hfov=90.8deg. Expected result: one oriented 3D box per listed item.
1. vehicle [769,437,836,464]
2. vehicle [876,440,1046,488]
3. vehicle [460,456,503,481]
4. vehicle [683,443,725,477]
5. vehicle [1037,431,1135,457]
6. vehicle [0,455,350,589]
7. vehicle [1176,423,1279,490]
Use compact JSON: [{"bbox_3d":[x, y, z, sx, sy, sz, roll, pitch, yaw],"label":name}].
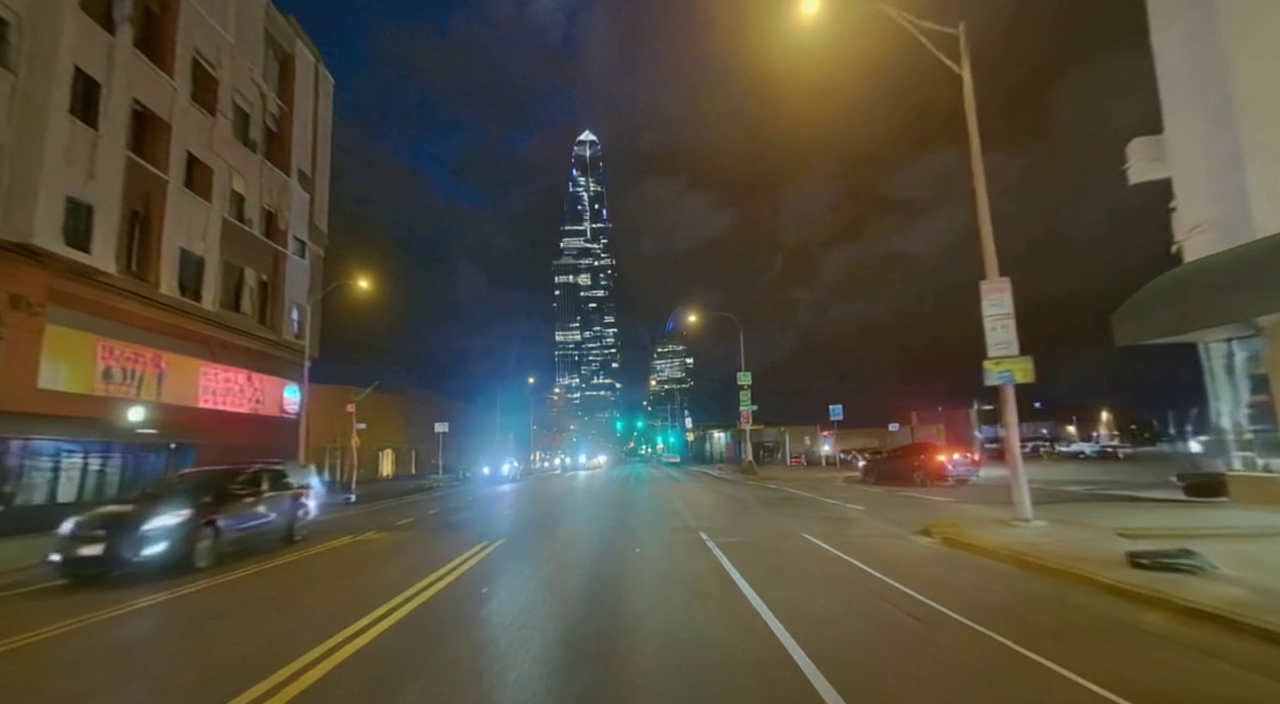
[{"bbox_3d":[12.614,7.655,49.160,4.629,1.706,1.915,-3,-6,-1],"label":"vehicle"},{"bbox_3d":[10.644,3.716,21.196,4.611,1.494,1.982,0,-9,-4],"label":"vehicle"},{"bbox_3d":[-11.212,8.258,45.042,2.018,1.553,4.407,0,-8,-1],"label":"vehicle"},{"bbox_3d":[3.642,6.269,37.006,2.118,1.779,5.121,-1,-8,2],"label":"vehicle"},{"bbox_3d":[27.071,5.591,38.428,4.472,1.500,1.837,-1,-8,2],"label":"vehicle"},{"bbox_3d":[-6.547,2.373,9.764,1.962,1.475,4.580,0,-8,0],"label":"vehicle"},{"bbox_3d":[15.907,2.486,15.182,4.301,1.502,1.844,0,-8,0],"label":"vehicle"}]
